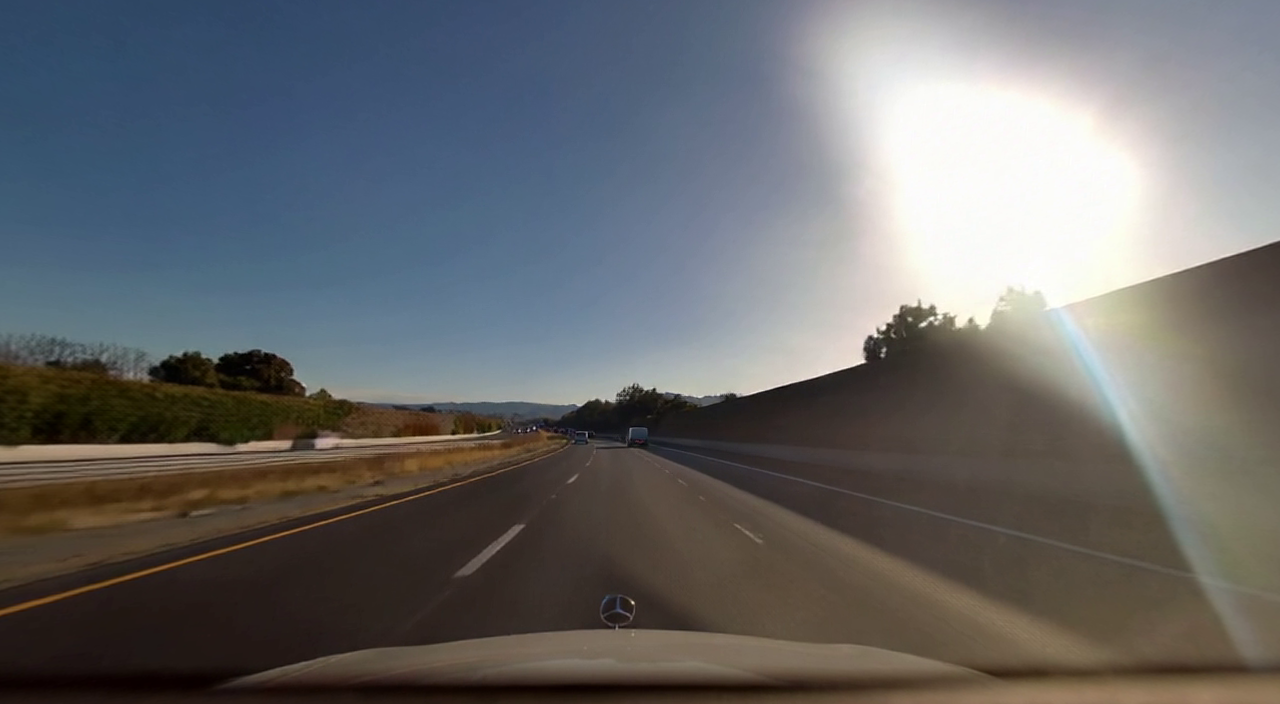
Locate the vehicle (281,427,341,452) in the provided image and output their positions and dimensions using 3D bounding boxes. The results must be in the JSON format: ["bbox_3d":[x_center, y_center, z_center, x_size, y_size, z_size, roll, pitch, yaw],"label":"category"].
[{"bbox_3d":[-21.103,5.662,40.555,1.792,1.491,4.159,0,-8,-3],"label":"vehicle"}]
